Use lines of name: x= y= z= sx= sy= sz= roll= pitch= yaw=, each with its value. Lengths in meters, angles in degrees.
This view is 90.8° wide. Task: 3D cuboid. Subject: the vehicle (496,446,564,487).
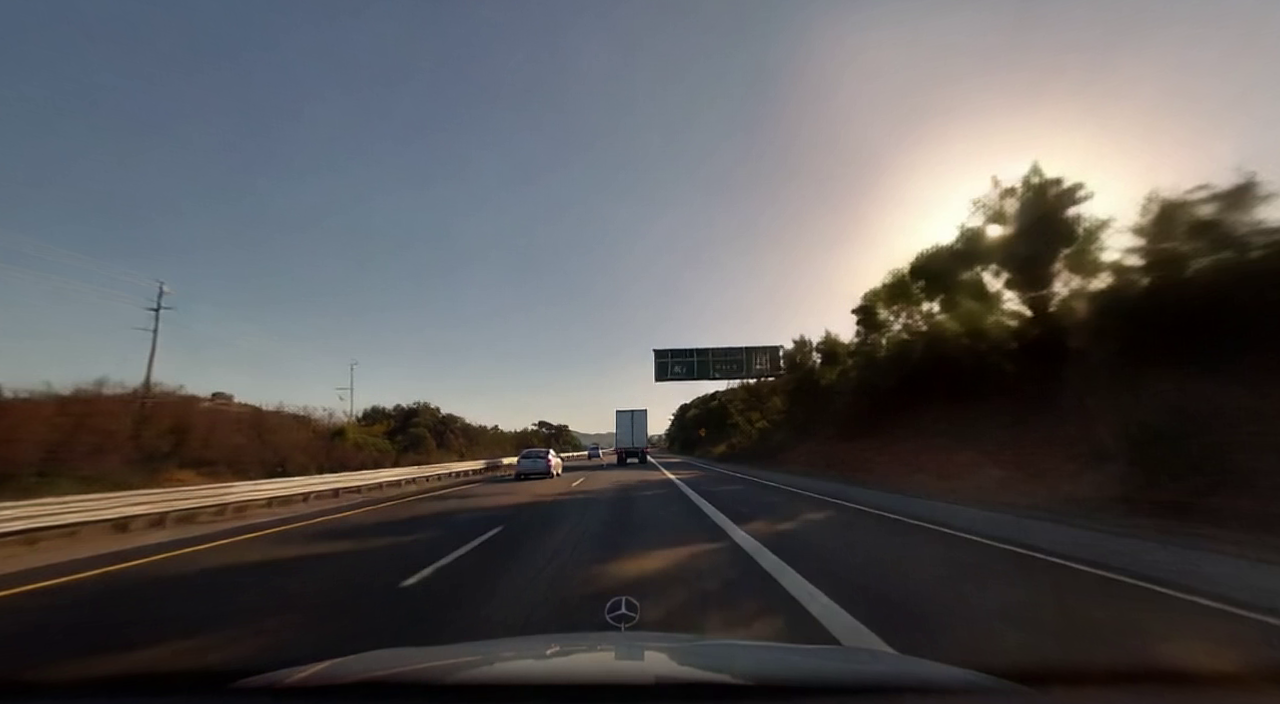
vehicle: x=-4.353 y=4.605 z=25.623 sx=1.978 sy=1.507 sz=4.062 roll=0 pitch=-9 yaw=1
